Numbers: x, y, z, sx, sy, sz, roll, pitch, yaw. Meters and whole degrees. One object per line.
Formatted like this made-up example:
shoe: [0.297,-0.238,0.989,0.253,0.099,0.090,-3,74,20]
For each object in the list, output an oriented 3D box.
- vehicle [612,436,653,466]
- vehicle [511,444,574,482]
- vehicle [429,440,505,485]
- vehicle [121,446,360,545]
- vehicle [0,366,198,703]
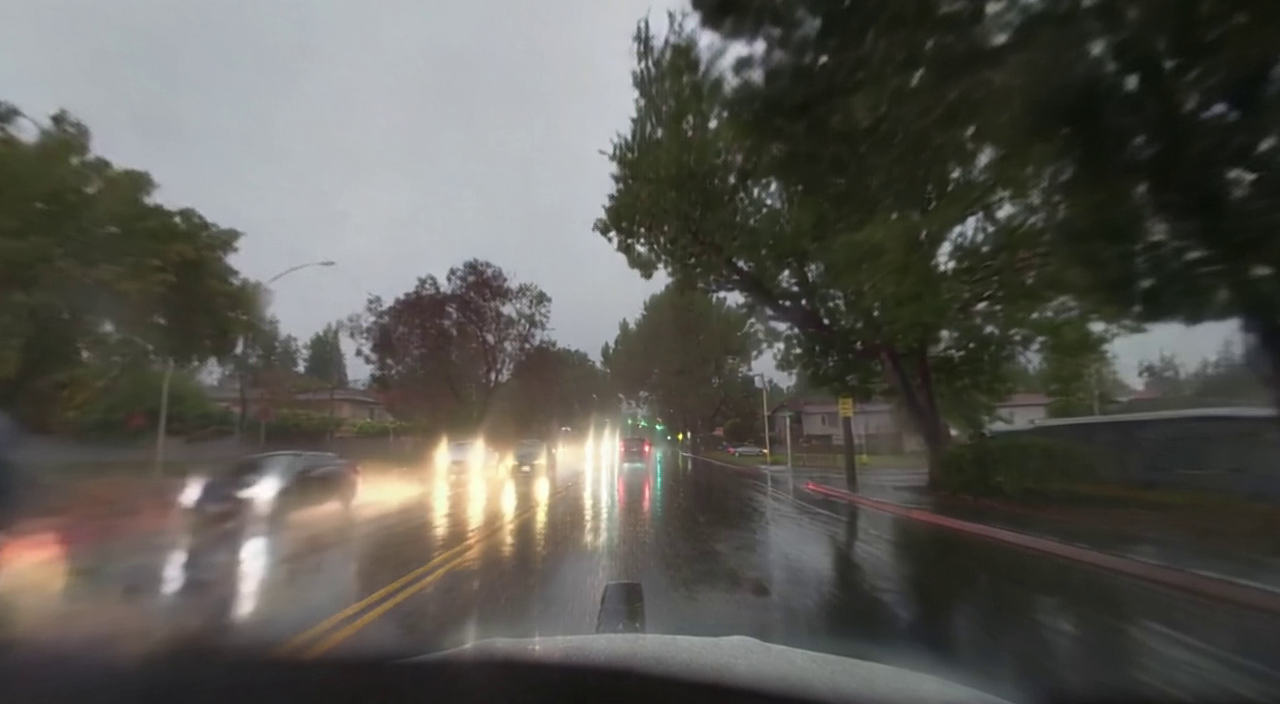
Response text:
vehicle: [-0.448,6.660,42.627,2.554,1.902,5.329,0,-8,1]
vehicle: [-4.166,4.780,27.641,2.039,1.460,4.189,-2,-8,1]
vehicle: [-7.381,4.742,27.412,2.044,1.699,4.400,-2,-8,1]
vehicle: [-7.510,2.671,12.531,1.978,1.458,4.287,-4,-8,0]
vehicle: [-3.942,0.783,1.806,1.977,1.729,4.625,0,-8,0]
